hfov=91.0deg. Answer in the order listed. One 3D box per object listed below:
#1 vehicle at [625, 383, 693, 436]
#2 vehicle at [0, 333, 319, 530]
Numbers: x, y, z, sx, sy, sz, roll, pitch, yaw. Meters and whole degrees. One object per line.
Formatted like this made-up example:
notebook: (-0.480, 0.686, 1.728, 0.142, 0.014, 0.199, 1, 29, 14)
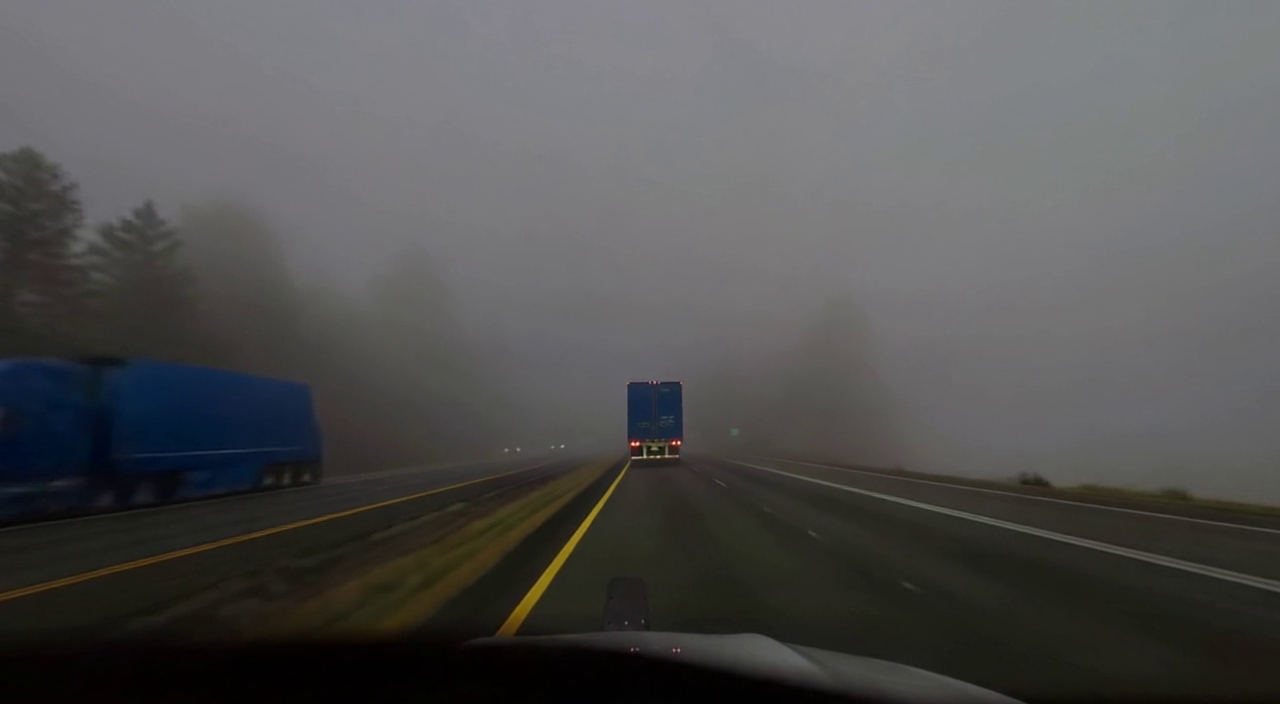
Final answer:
vehicle: (0.637, 2.435, 25.474, 2.509, 1.890, 4.732, 0, -8, -2)
vehicle: (-14.846, 2.550, 19.148, 2.723, 4.121, 14.048, -1, -8, 0)
